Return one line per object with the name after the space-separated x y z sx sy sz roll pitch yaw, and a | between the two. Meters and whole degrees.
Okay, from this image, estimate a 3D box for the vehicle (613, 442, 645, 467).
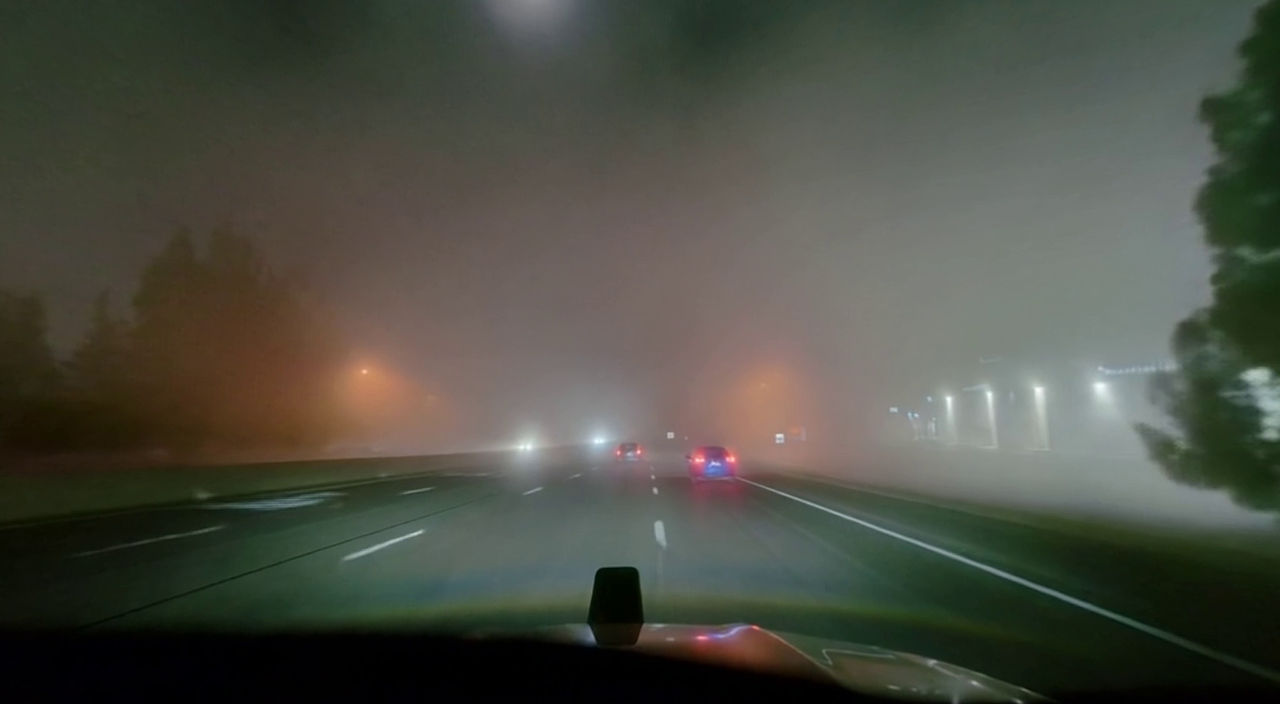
-0.712 7.269 44.941 2.127 1.692 4.382 0 -8 1 | vehicle

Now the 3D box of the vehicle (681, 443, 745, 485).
2.849 4.489 25.678 2.029 1.528 4.644 0 -9 0 | vehicle
